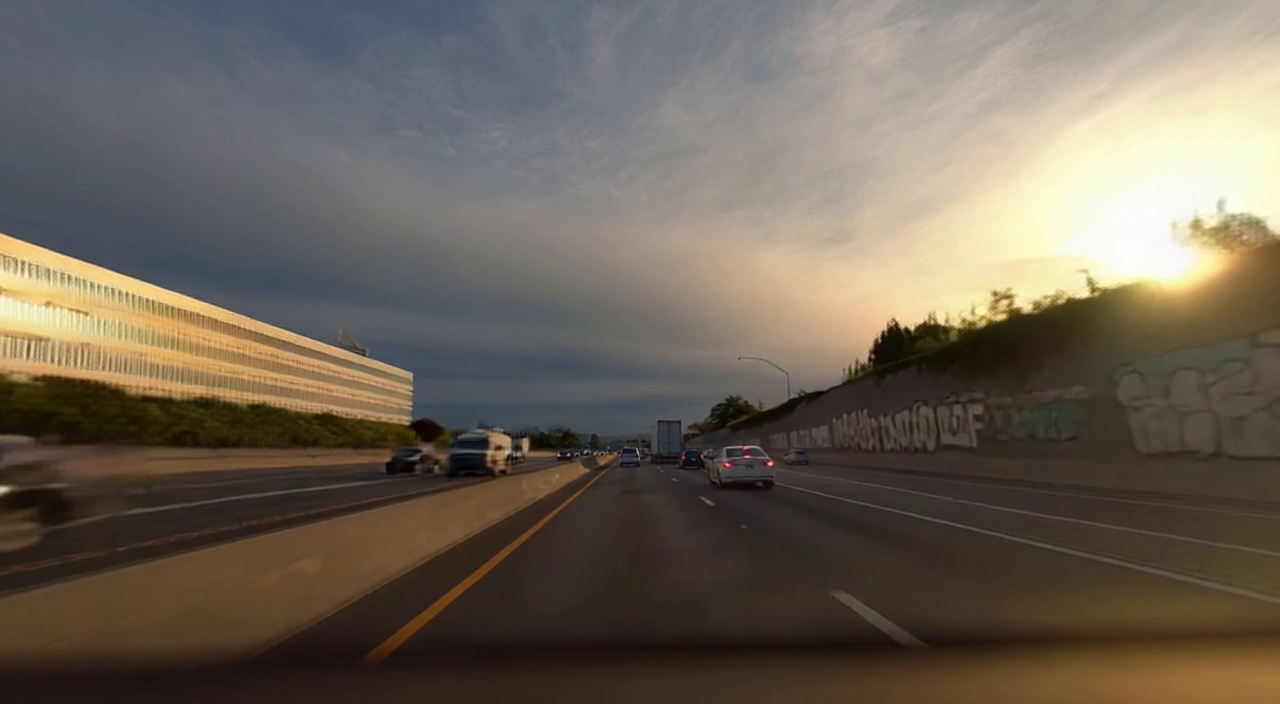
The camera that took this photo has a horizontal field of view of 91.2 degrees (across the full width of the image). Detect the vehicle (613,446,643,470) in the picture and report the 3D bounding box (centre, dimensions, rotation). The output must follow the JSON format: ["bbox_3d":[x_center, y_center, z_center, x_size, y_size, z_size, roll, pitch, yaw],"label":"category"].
[{"bbox_3d":[-0.941,8.154,48.544,2.169,1.753,4.151,0,-9,-1],"label":"vehicle"}]

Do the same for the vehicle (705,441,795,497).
[{"bbox_3d":[3.515,3.846,20.988,2.045,1.605,4.674,0,-9,-1],"label":"vehicle"}]

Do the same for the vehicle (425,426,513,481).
[{"bbox_3d":[-8.542,5.189,32.276,2.544,2.471,6.965,0,-9,0],"label":"vehicle"}]

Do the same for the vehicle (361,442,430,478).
[{"bbox_3d":[-12.898,5.712,33.391,1.990,1.733,4.225,0,-9,-1],"label":"vehicle"}]

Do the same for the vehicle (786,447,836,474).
[{"bbox_3d":[11.140,7.086,41.162,2.107,1.648,4.324,0,-9,0],"label":"vehicle"}]

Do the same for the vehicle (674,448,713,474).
[{"bbox_3d":[3.500,7.254,41.892,2.085,1.588,4.436,0,-9,-2],"label":"vehicle"}]
